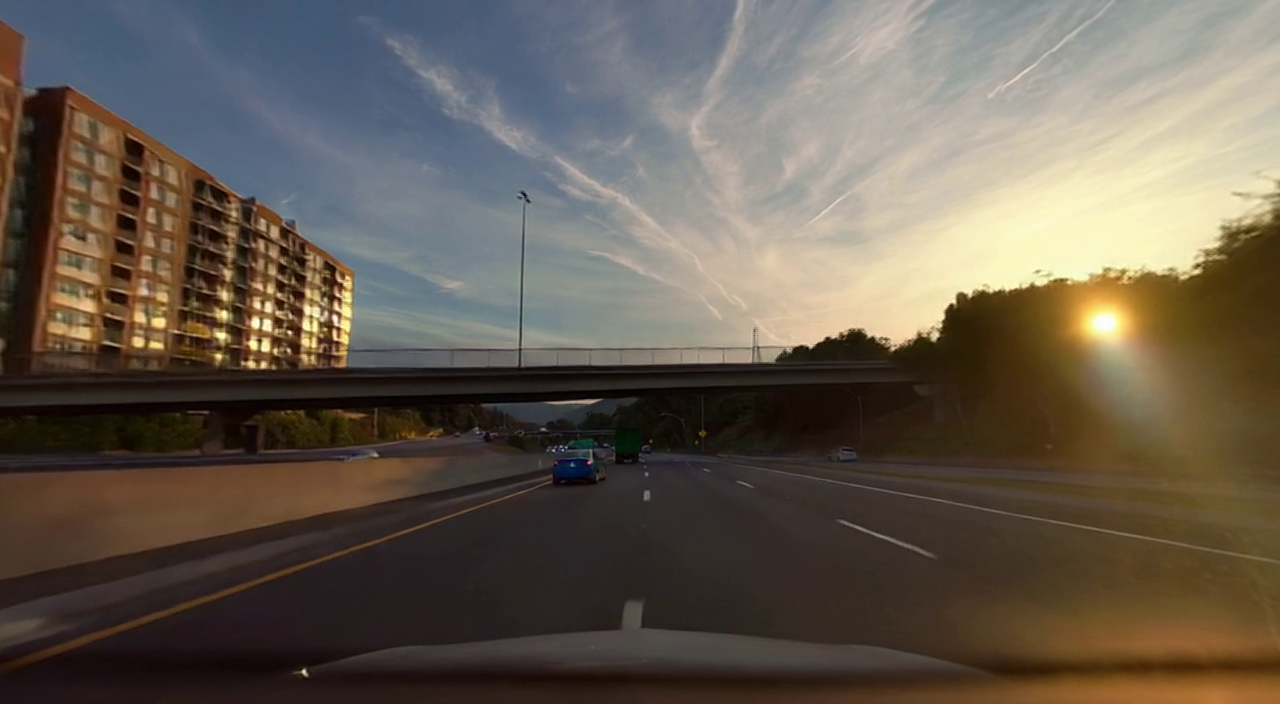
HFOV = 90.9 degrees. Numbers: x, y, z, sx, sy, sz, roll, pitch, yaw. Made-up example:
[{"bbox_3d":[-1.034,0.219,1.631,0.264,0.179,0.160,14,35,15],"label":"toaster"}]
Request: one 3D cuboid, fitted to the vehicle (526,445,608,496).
[{"bbox_3d":[-2.252,3.838,20.764,2.039,1.478,4.483,0,-9,2],"label":"vehicle"}]
